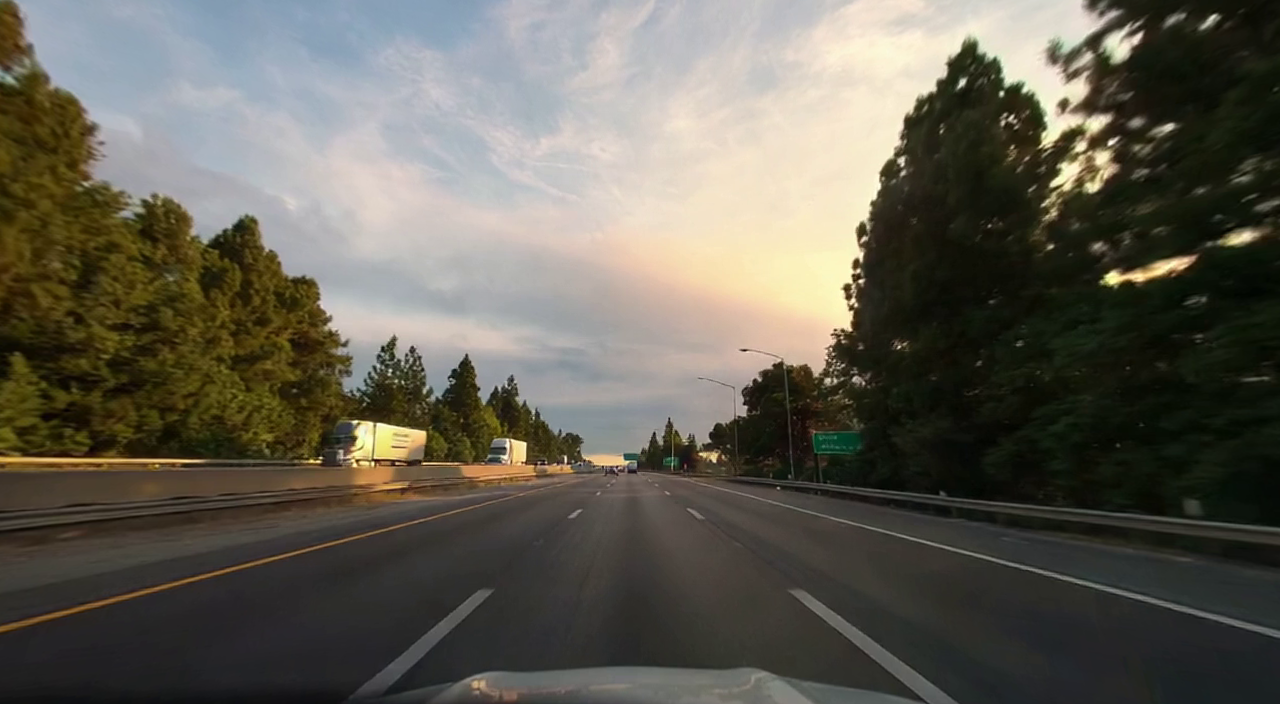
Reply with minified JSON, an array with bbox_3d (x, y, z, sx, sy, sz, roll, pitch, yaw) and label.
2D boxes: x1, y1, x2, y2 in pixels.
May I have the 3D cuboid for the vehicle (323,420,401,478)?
[{"bbox_3d":[-20.114,7.161,45.974,2.969,3.859,5.793,1,-10,-1],"label":"vehicle"}]
